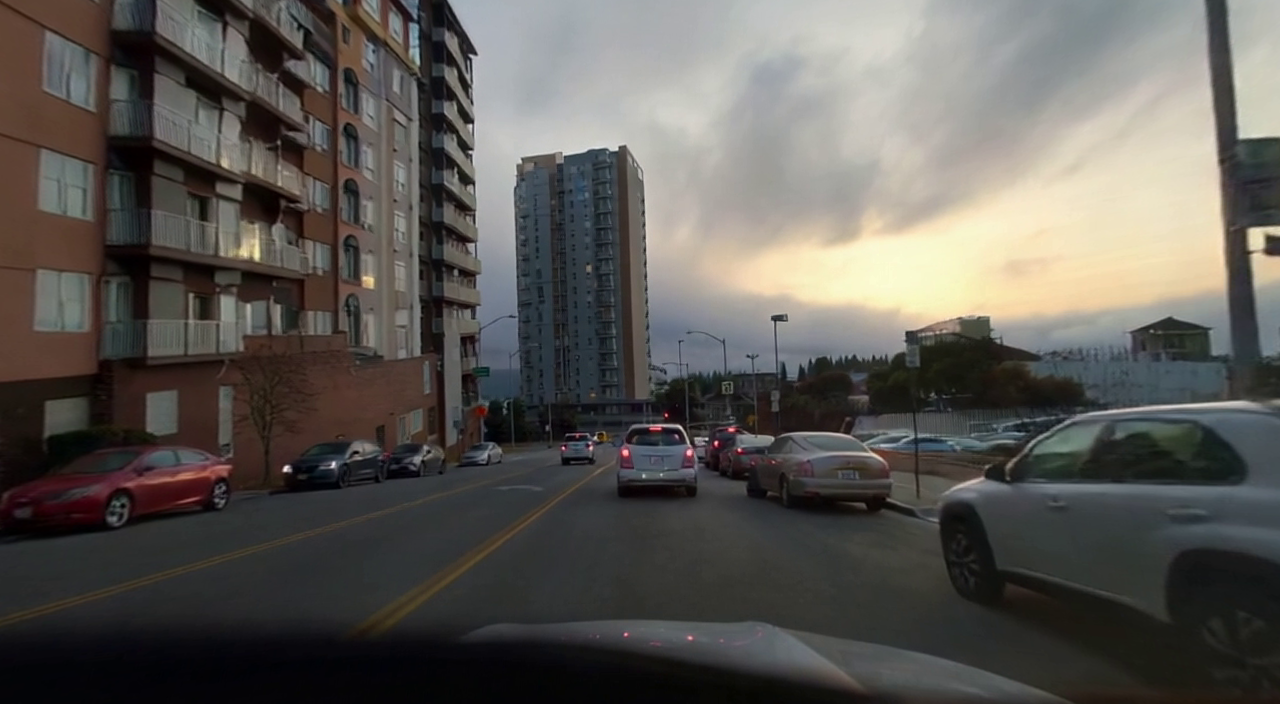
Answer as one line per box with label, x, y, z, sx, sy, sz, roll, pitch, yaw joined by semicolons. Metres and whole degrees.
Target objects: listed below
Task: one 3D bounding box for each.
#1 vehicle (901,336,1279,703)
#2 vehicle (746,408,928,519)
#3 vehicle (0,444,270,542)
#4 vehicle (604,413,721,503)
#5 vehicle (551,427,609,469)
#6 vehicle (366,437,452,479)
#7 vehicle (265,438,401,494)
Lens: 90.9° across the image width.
vehicle;3.635;0.977;3.758;2.076;1.722;4.721;0;-8;-1
vehicle;3.654;2.181;12.801;2.158;1.828;4.573;0;-8;0
vehicle;-9.265;2.490;11.885;2.021;1.474;4.337;0;-8;-2
vehicle;0.463;2.368;14.371;2.261;1.740;4.065;0;-8;1
vehicle;-2.663;4.393;28.897;2.219;1.746;4.197;0;-8;0
vehicle;-9.289;4.282;25.745;1.955;1.555;4.424;0;-8;-2
vehicle;-9.391;3.492;19.761;2.002;1.546;4.339;0;-8;1
